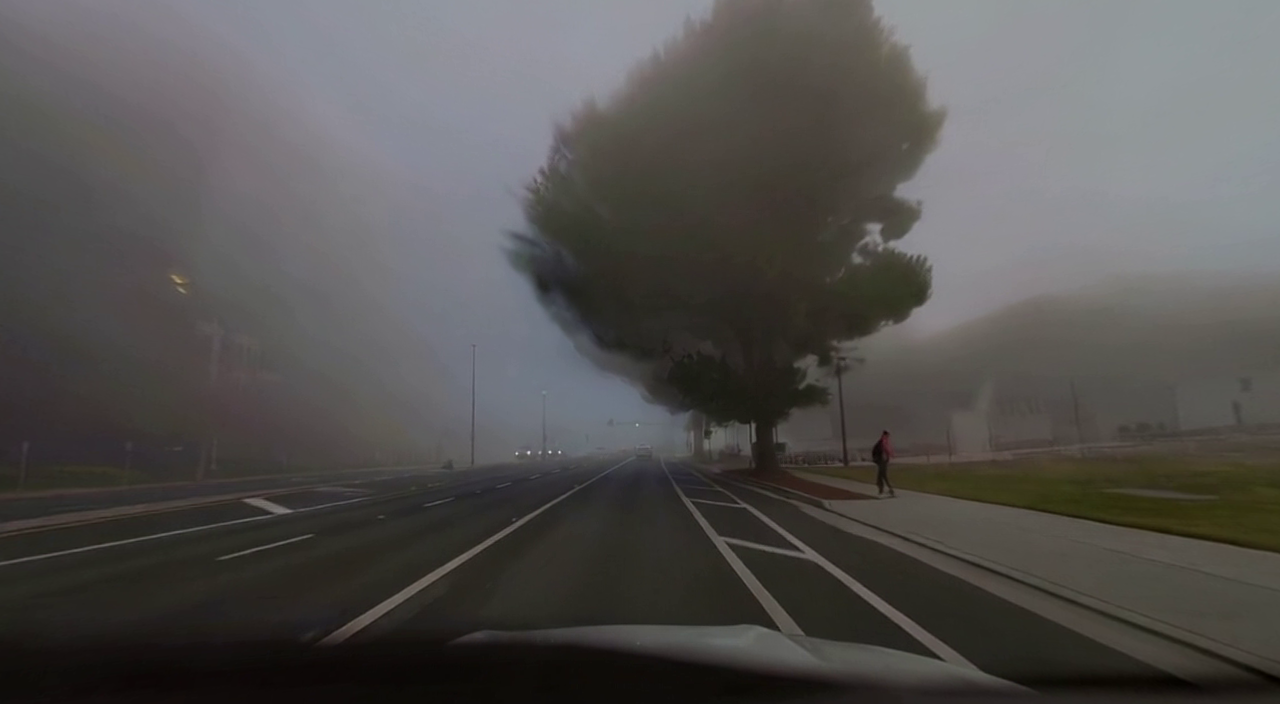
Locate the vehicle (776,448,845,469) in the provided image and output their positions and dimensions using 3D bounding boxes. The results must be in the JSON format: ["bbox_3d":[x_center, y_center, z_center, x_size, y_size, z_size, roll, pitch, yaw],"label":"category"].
[{"bbox_3d":[12.454,7.777,46.355,4.489,1.491,2.022,0,-9,0],"label":"vehicle"}]
